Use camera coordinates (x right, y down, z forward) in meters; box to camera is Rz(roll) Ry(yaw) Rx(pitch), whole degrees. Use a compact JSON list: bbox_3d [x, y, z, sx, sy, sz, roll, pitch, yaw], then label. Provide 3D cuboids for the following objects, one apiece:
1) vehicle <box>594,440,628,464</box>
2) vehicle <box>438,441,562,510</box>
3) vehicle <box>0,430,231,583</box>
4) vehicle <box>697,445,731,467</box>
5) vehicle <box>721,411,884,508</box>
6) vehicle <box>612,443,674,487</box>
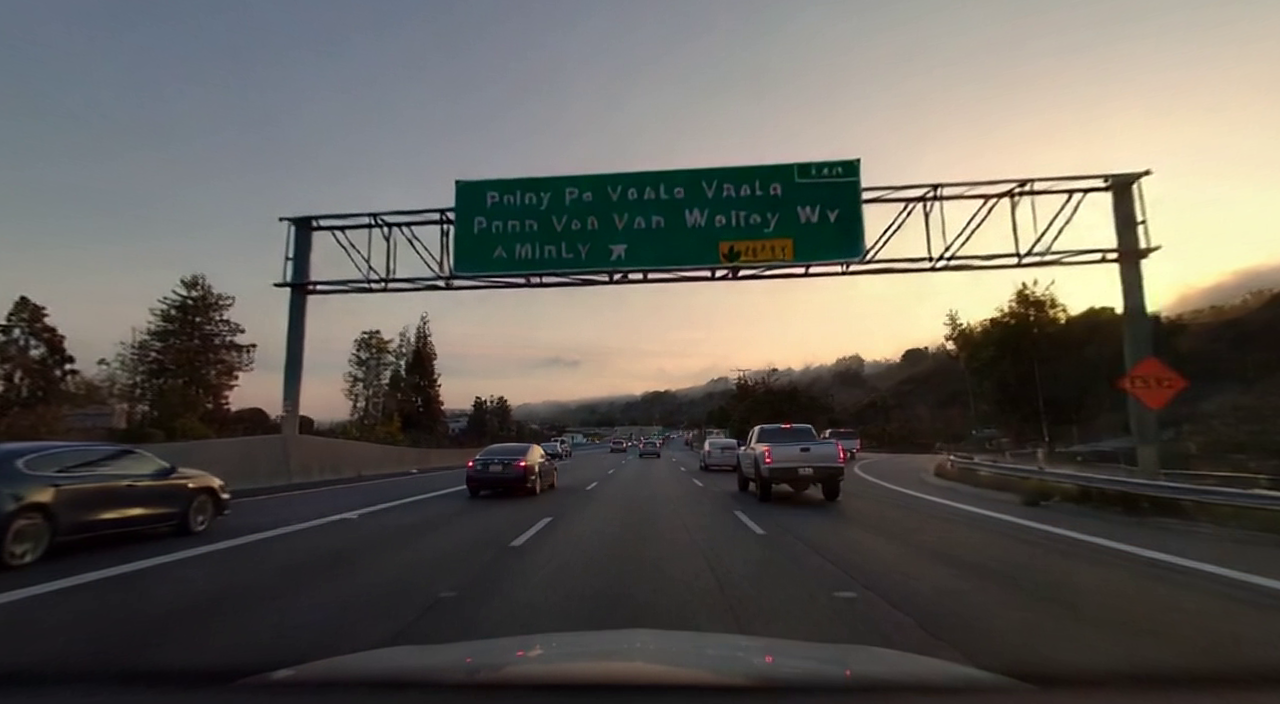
[{"bbox_3d":[-2.205,7.874,49.611,2.261,1.759,4.297,-1,-9,3],"label":"vehicle"},{"bbox_3d":[-3.354,3.057,16.078,1.996,1.488,4.451,0,-9,2],"label":"vehicle"},{"bbox_3d":[-7.476,1.747,7.545,2.065,1.519,4.491,0,-9,1],"label":"vehicle"},{"bbox_3d":[5.280,7.474,45.374,2.023,1.507,4.510,0,-9,2],"label":"vehicle"},{"bbox_3d":[4.081,2.934,17.510,2.802,2.151,6.579,0,-9,0],"label":"vehicle"},{"bbox_3d":[0.145,4.131,23.329,2.071,1.478,4.130,0,-9,1],"label":"vehicle"}]
